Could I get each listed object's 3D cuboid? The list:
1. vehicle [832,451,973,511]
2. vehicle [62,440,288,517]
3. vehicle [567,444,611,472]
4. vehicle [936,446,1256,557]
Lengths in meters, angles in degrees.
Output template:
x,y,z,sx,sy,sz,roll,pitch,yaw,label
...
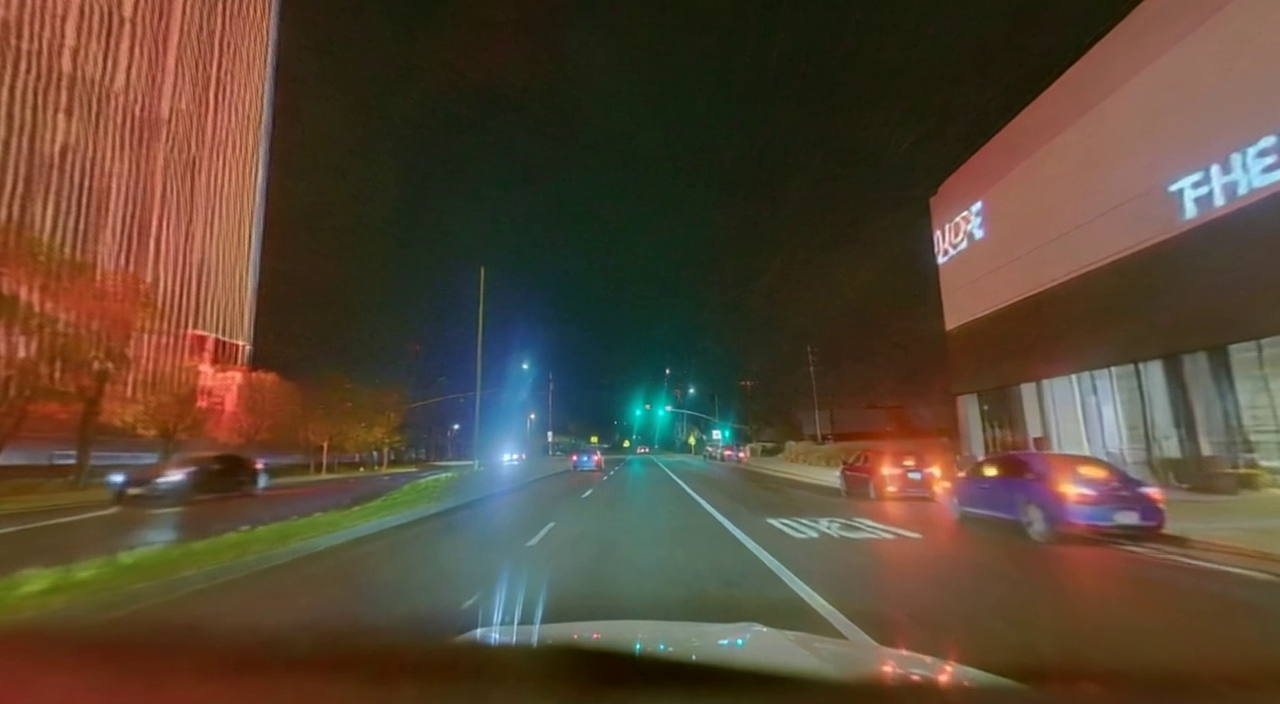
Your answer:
x,y,z,sx,sy,sz,roll,pitch,yaw,label
7.269,3.591,18.049,2.009,1.429,4.562,0,-9,-1,vehicle
-10.375,2.822,14.560,2.051,1.492,4.132,0,-9,0,vehicle
-2.825,5.961,35.599,2.078,1.471,4.217,0,-9,0,vehicle
7.392,2.417,11.079,1.968,1.493,4.878,0,-9,0,vehicle
